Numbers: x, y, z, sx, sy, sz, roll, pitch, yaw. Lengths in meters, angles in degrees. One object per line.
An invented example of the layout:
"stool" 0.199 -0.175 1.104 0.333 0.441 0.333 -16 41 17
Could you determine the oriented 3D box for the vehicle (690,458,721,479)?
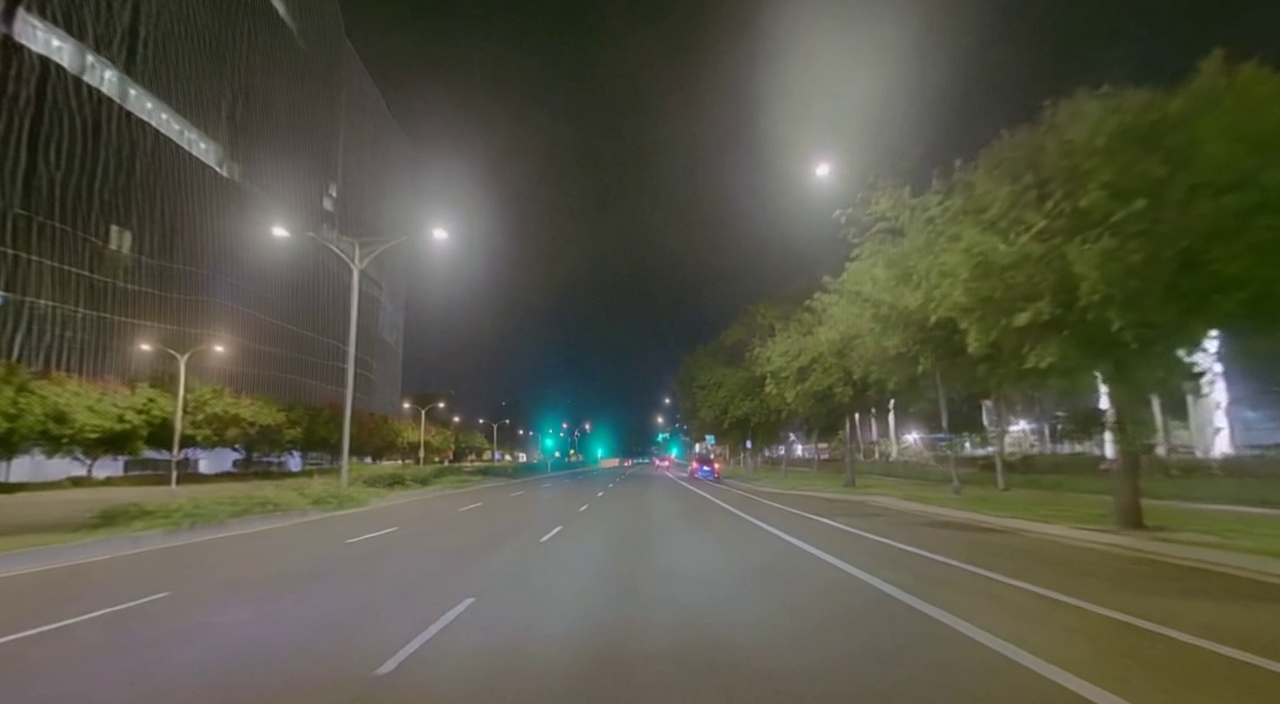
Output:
"vehicle" 5.012 9.001 48.907 1.909 1.503 4.368 0 -8 0
